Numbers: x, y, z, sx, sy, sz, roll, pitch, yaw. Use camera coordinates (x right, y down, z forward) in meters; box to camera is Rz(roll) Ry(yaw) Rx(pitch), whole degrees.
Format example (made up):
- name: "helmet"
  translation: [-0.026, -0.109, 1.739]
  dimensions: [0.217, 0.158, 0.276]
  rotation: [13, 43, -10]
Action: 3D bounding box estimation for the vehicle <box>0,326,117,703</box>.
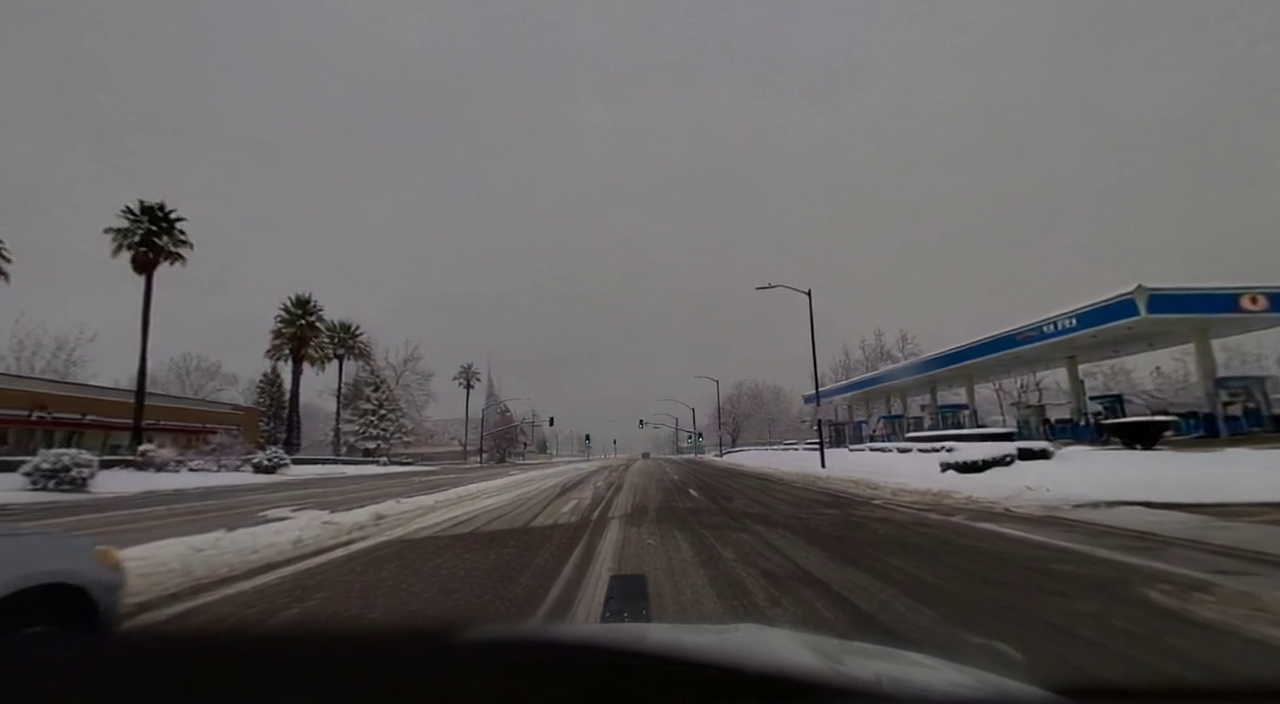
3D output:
- name: "vehicle"
  translation: [-3.345, 0.524, 0.466]
  dimensions: [2.011, 1.756, 4.478]
  rotation: [-1, -9, 0]
